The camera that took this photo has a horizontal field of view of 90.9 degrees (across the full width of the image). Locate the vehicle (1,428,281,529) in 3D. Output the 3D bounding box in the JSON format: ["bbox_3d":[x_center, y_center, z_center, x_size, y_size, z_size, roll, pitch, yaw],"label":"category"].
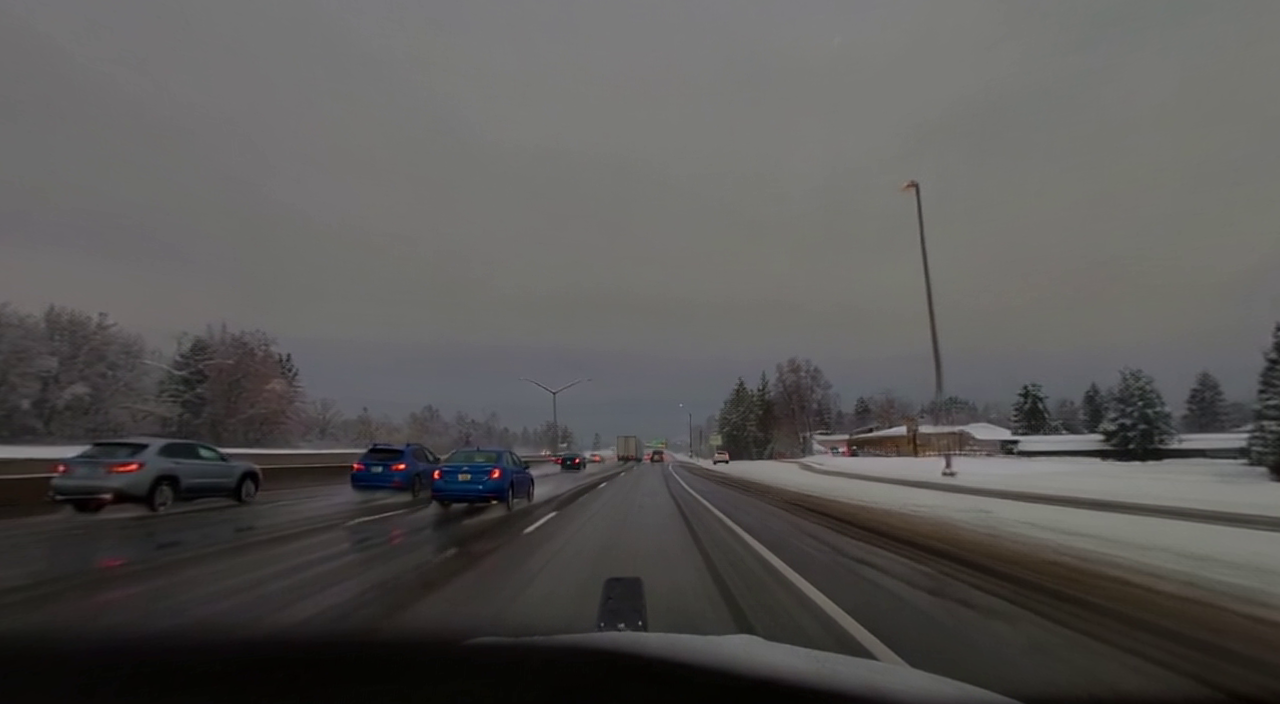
[{"bbox_3d":[-10.556,2.683,14.065,2.044,1.810,5.016,0,-8,1],"label":"vehicle"}]

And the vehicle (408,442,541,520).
[{"bbox_3d":[-3.580,2.843,14.418,1.953,1.511,3.704,0,-8,1],"label":"vehicle"}]

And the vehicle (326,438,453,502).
[{"bbox_3d":[-7.332,3.482,19.025,1.970,1.682,4.297,0,-8,2],"label":"vehicle"}]
